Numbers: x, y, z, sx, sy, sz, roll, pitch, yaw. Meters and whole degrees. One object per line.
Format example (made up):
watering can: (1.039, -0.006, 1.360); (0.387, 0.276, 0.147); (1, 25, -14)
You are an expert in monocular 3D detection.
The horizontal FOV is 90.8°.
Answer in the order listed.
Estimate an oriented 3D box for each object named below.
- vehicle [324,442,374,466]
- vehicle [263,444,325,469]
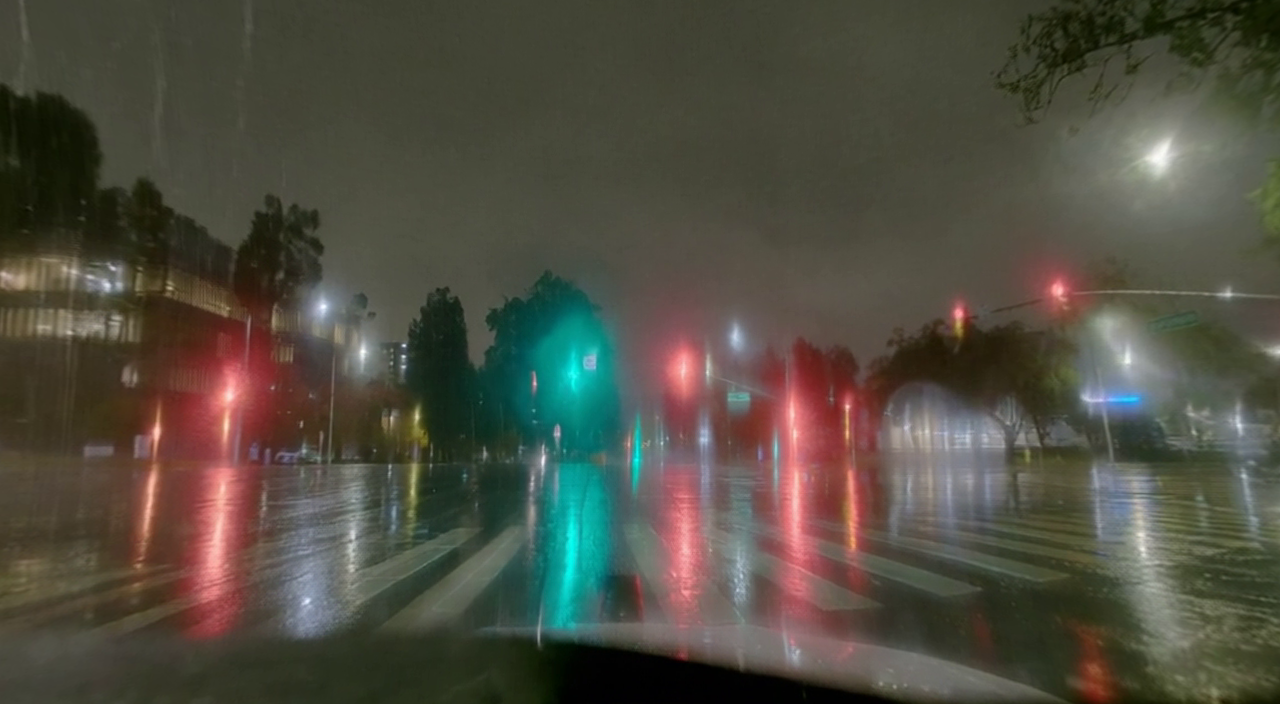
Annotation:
vehicle: (-22.410, 7.834, 48.821); (2.023, 1.706, 4.756); (1, -9, -6)
vehicle: (-21.861, 6.594, 40.081); (2.005, 1.496, 4.020); (1, -9, -6)
